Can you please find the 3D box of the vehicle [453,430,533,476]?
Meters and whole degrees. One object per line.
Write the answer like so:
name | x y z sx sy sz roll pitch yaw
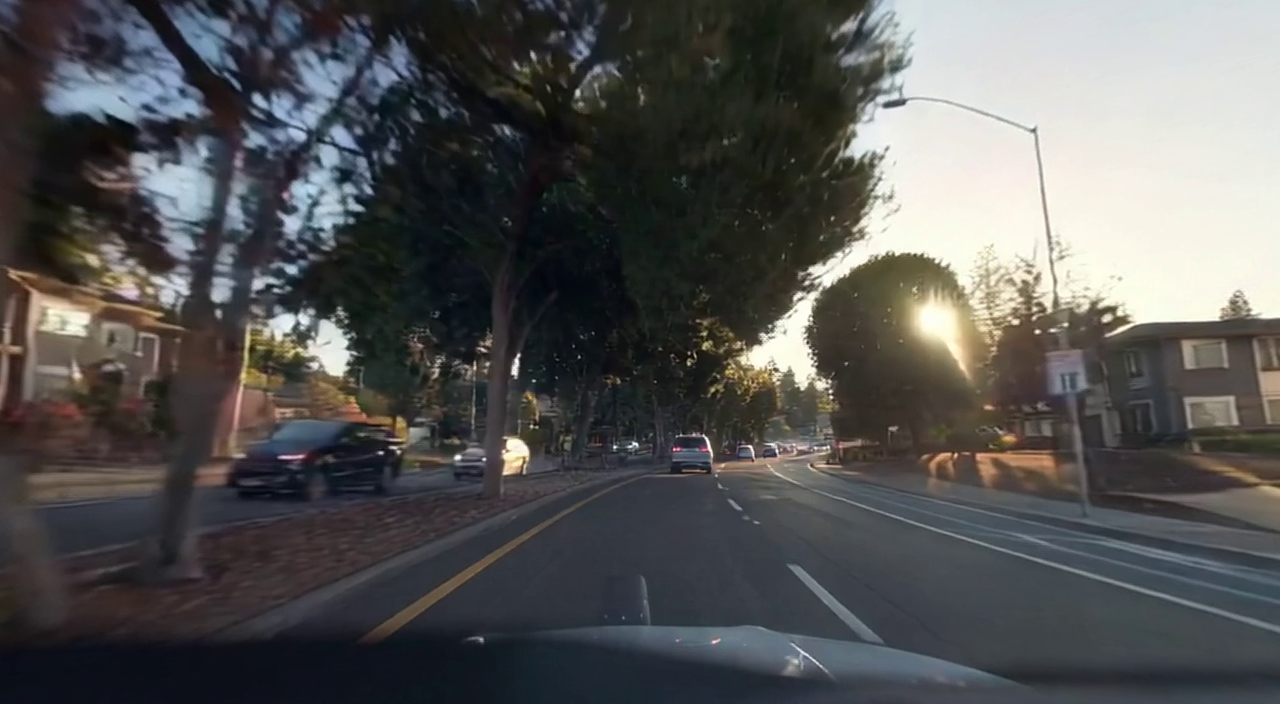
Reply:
vehicle | -6.489 4.532 28.392 1.975 1.853 4.600 -1 -9 8

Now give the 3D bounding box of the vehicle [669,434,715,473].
vehicle | 2.924 5.526 34.410 2.072 2.002 4.391 -1 -9 10

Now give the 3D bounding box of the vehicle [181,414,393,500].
vehicle | -8.619 2.634 16.061 2.331 1.838 4.865 -1 -8 4
